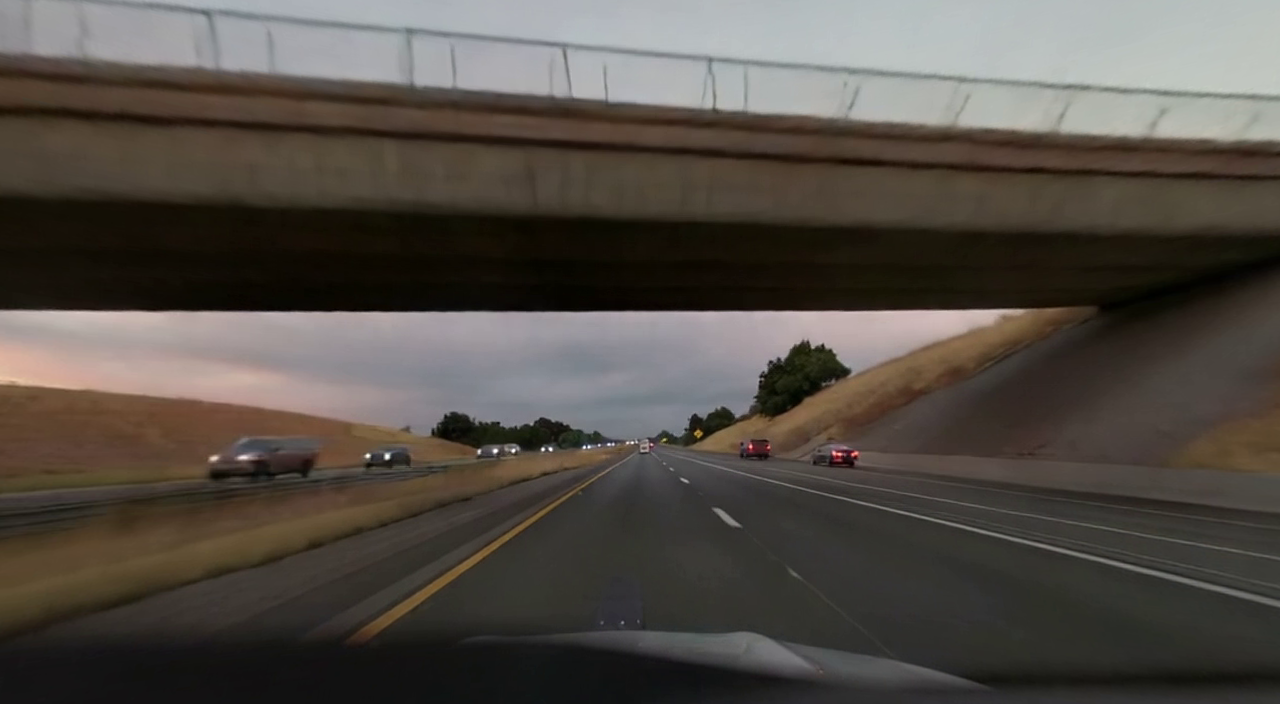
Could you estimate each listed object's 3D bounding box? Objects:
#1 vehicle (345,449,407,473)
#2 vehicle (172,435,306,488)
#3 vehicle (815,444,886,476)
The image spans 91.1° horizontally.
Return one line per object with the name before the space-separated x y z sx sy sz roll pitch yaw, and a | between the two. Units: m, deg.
vehicle | -16.967 7.008 40.578 1.953 1.455 4.538 0 -8 1
vehicle | -17.453 4.776 27.790 2.281 2.090 5.409 0 -8 1
vehicle | 10.335 5.304 31.151 1.927 1.472 4.076 0 -8 -2
